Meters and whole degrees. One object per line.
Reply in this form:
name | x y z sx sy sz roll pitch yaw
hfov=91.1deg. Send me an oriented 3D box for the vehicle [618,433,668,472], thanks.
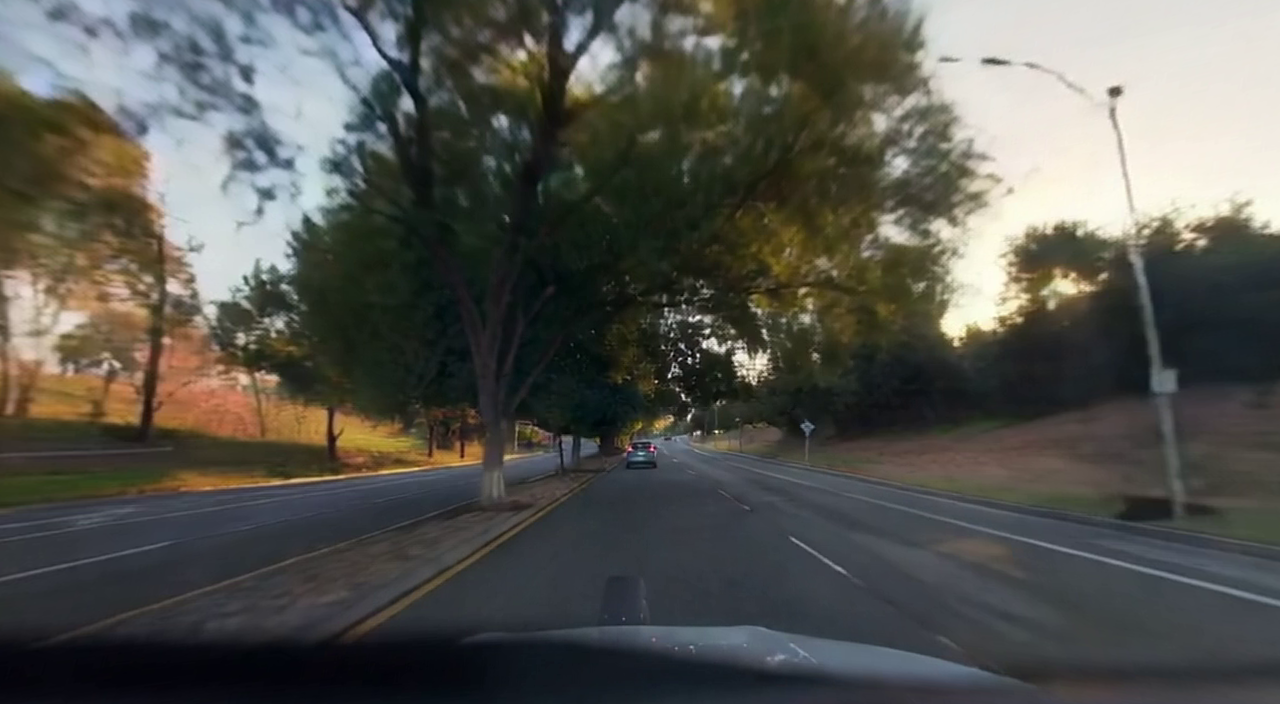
vehicle | 0.146 4.865 30.546 2.256 1.734 4.176 0 -9 1
